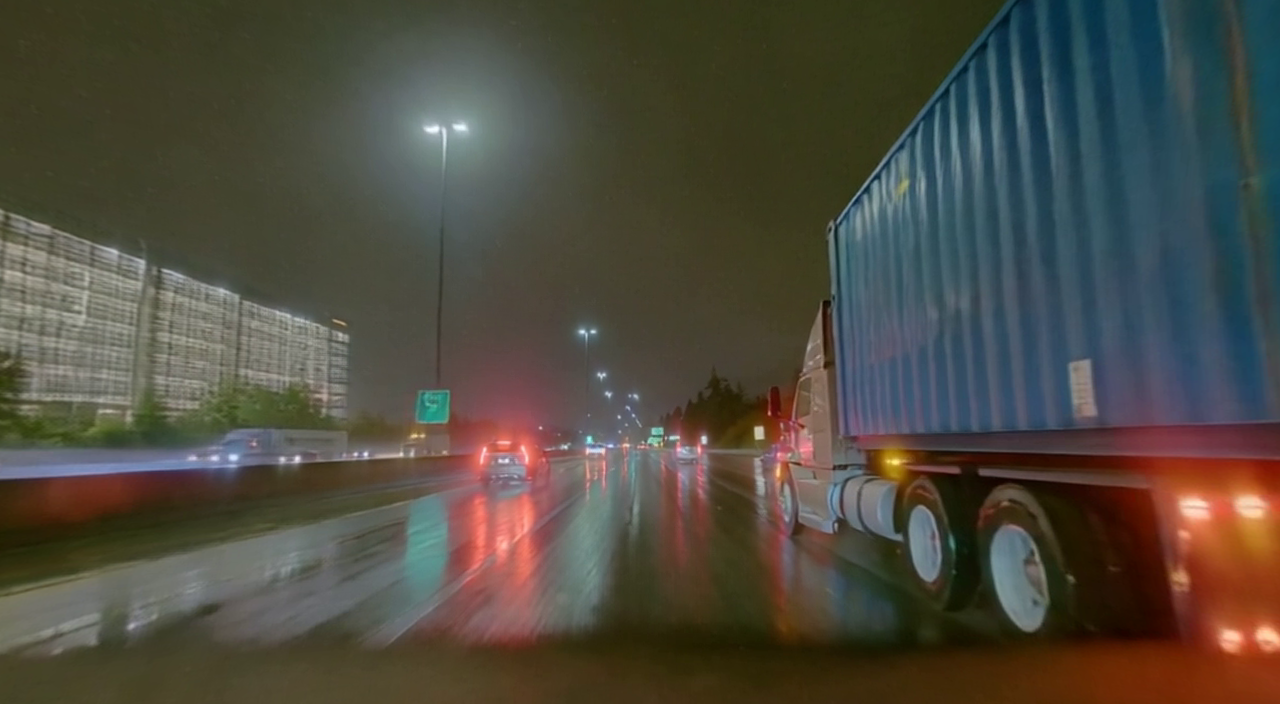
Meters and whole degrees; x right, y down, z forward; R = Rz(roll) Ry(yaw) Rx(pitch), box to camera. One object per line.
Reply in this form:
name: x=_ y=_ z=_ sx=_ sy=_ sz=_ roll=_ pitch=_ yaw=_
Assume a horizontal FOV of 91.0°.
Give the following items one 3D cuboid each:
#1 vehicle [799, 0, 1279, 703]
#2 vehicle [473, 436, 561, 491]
vehicle: x=3.657 y=0.222 z=5.311 sx=3.089 sy=3.779 sz=6.420 roll=0 pitch=-9 yaw=2
vehicle: x=-3.785 y=3.499 z=20.087 sx=1.954 sy=1.528 sz=4.010 roll=0 pitch=-9 yaw=0
